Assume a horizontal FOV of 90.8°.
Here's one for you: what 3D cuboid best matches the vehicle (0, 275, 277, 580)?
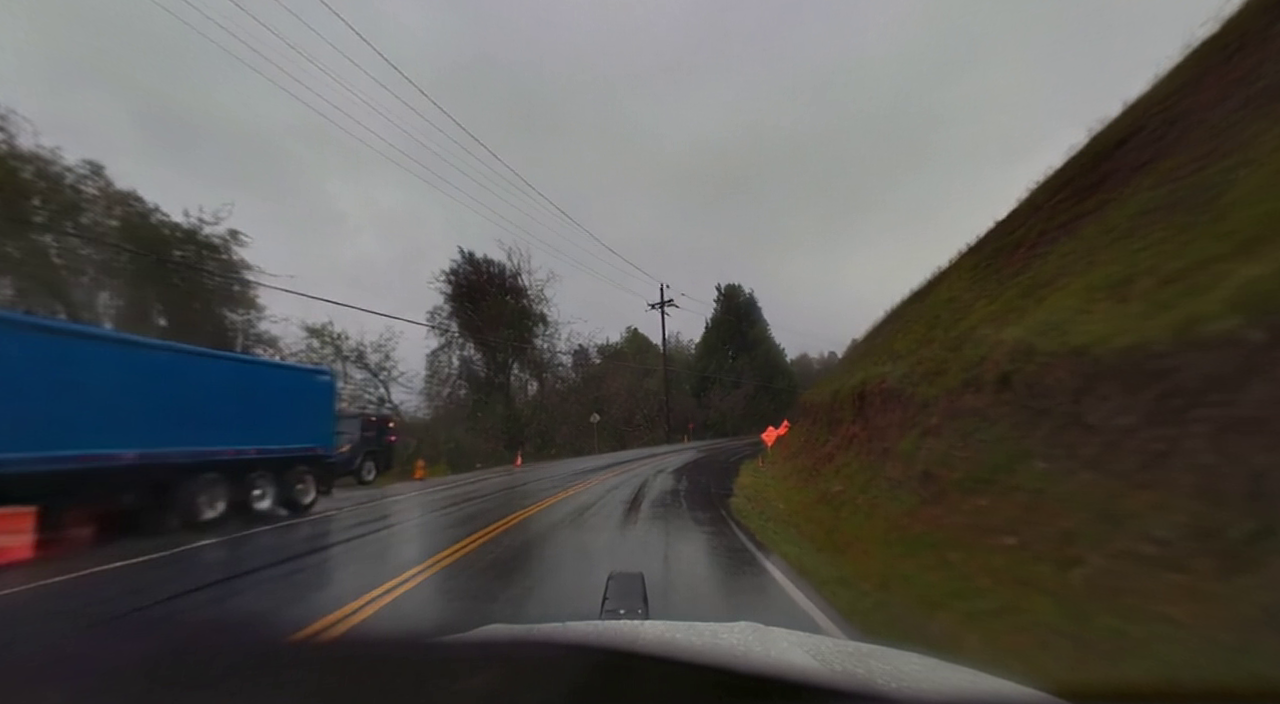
[{"bbox_3d":[-8.187,1.048,7.958,3.031,3.185,7.053,-4,-8,1],"label":"vehicle"}]
